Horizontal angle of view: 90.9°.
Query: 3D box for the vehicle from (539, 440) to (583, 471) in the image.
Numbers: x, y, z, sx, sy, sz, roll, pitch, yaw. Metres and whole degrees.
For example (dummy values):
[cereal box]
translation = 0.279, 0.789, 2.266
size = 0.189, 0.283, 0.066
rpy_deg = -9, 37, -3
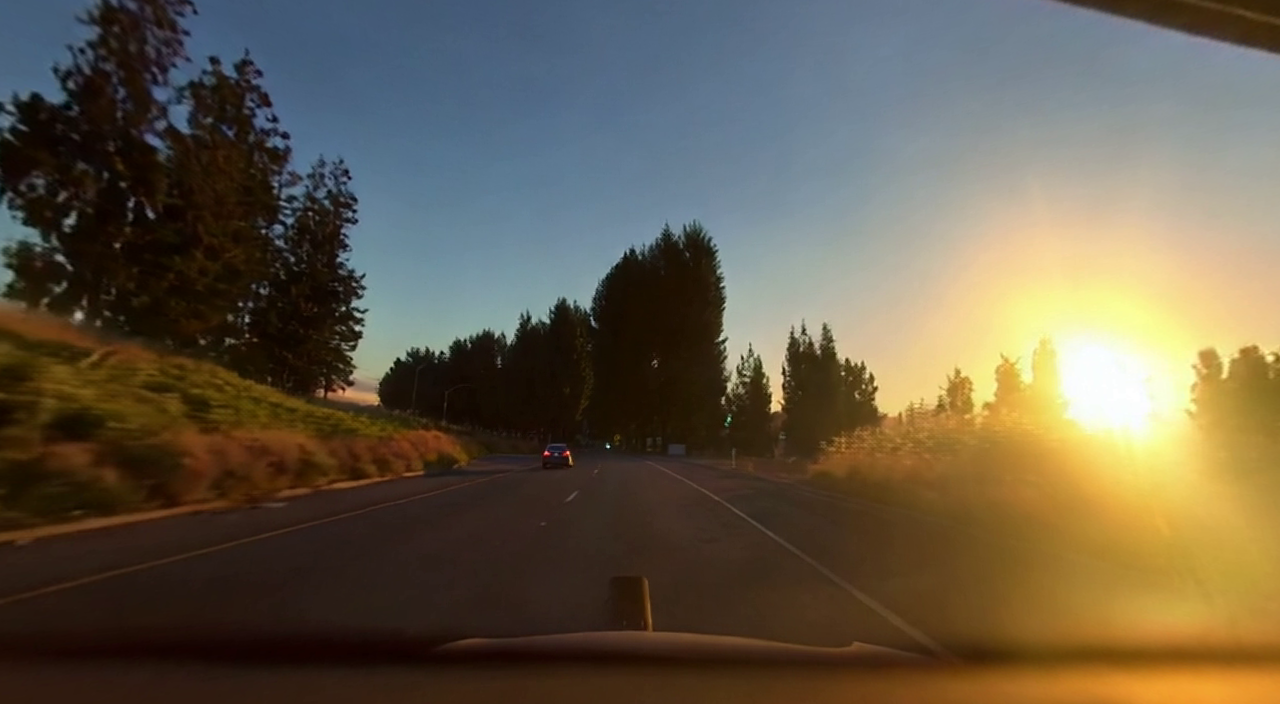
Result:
[vehicle]
translation = -4.096, 5.455, 33.363
size = 1.968, 1.503, 4.443
rpy_deg = 0, -8, -3
